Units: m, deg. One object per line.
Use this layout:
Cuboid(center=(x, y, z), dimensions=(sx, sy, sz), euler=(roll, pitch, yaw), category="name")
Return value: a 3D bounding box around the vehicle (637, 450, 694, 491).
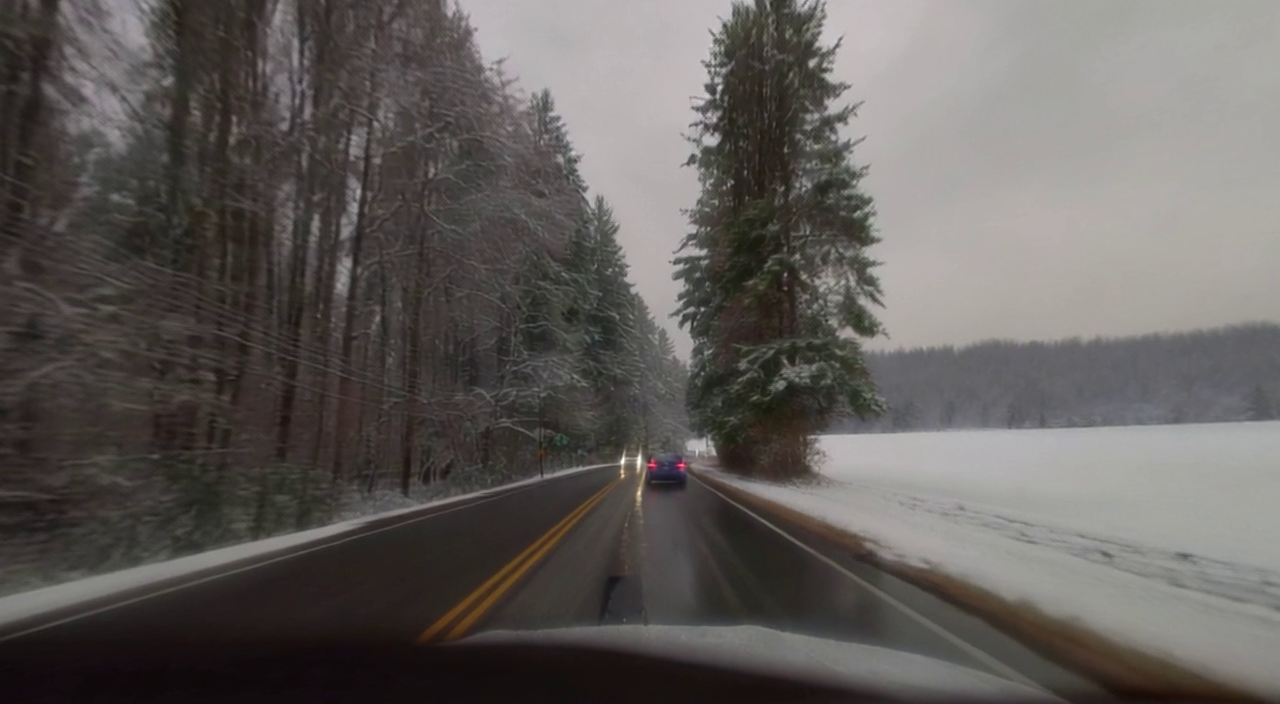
Cuboid(center=(1.088, 5.128, 27.621), dimensions=(2.274, 1.583, 4.349), euler=(0, -9, 2), category="vehicle")
